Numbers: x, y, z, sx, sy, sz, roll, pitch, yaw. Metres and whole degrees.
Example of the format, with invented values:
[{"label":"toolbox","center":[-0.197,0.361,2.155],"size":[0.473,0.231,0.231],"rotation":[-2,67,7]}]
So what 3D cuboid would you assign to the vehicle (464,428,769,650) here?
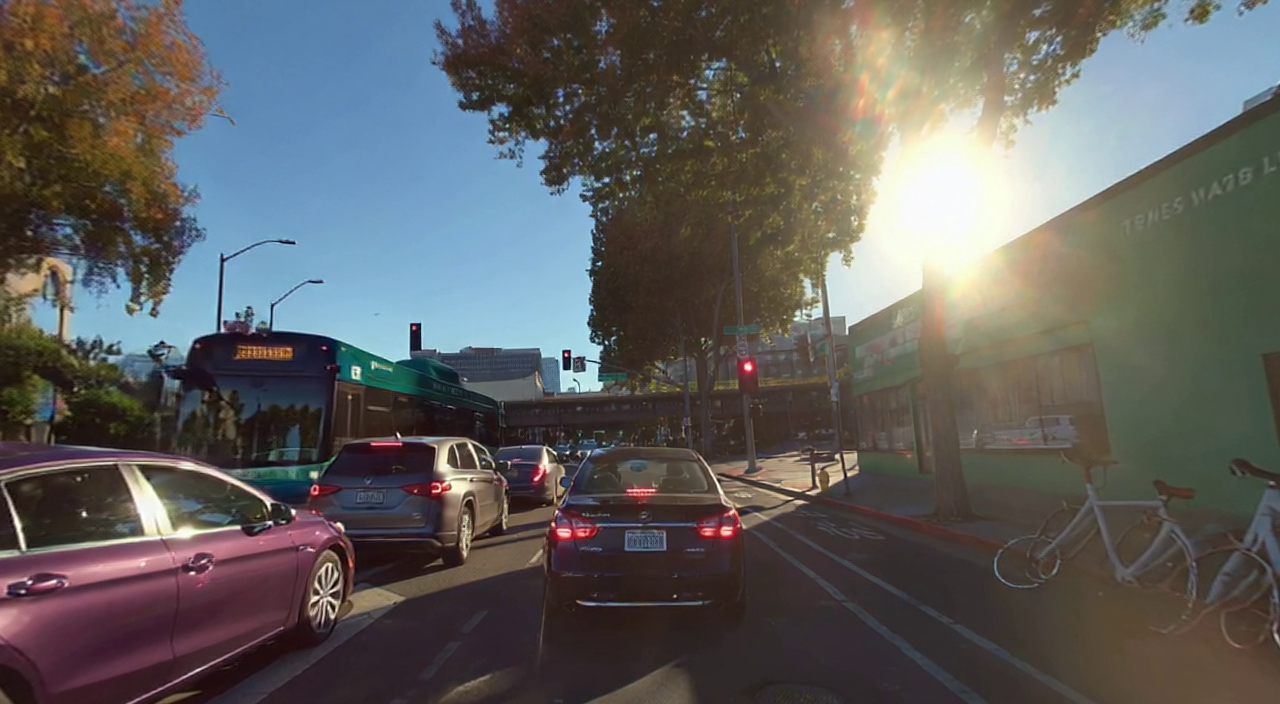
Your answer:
[{"label":"vehicle","center":[-0.143,1.529,6.162],"size":[2.031,1.461,3.763],"rotation":[0,-8,0]}]

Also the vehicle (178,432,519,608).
[{"label":"vehicle","center":[-2.920,1.757,7.632],"size":[1.944,1.481,4.385],"rotation":[0,-8,1]}]

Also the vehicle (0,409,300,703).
[{"label":"vehicle","center":[-3.172,0.883,1.731],"size":[1.867,1.486,4.452],"rotation":[0,-8,2]}]
